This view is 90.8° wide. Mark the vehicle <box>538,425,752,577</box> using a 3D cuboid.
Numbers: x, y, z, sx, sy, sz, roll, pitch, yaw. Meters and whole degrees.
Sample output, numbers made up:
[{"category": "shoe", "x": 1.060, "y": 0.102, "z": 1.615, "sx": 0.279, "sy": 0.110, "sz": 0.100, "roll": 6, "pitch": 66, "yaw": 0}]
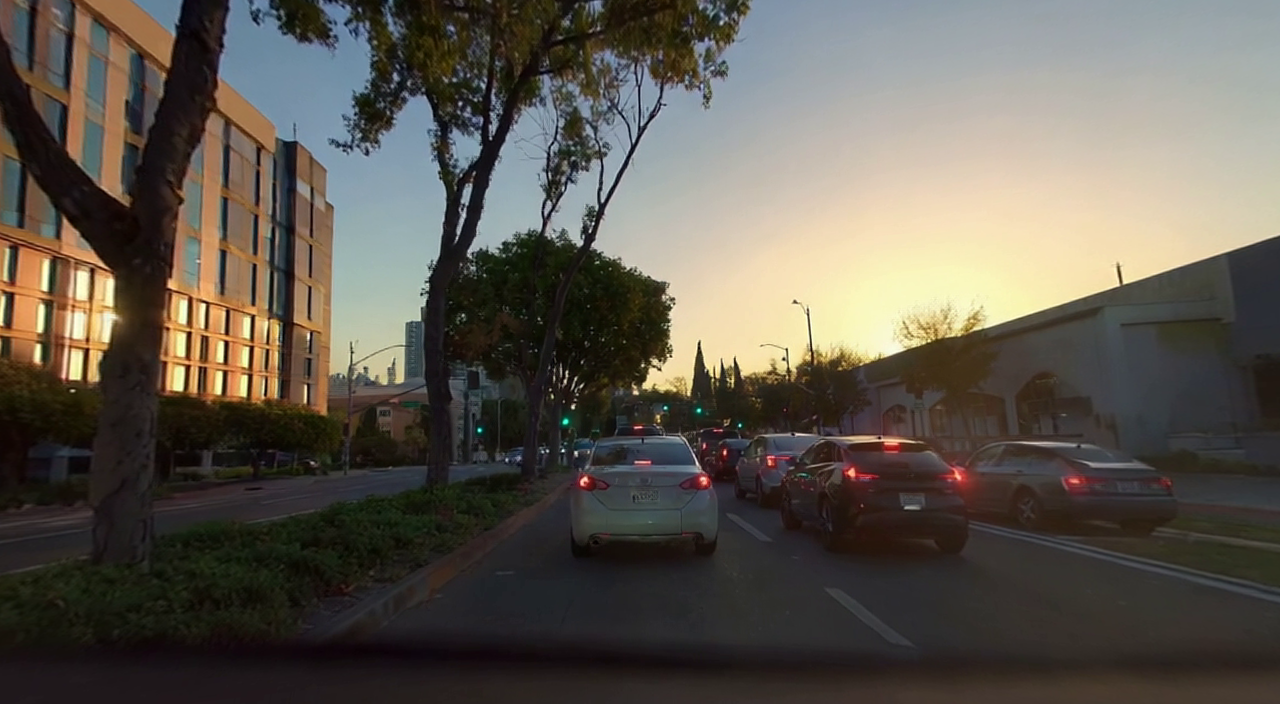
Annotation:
[{"category": "vehicle", "x": 0.005, "y": 1.777, "z": 8.361, "sx": 2.105, "sy": 1.474, "sz": 4.127, "roll": 0, "pitch": -8, "yaw": -1}]

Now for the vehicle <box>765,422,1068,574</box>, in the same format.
[{"category": "vehicle", "x": 3.201, "y": 1.781, "z": 8.588, "sx": 1.995, "sy": 1.483, "sz": 4.533, "roll": 0, "pitch": -8, "yaw": -1}]

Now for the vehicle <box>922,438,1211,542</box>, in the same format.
[{"category": "vehicle", "x": 6.537, "y": 2.116, "z": 10.351, "sx": 1.915, "sy": 1.338, "sz": 3.874, "roll": 0, "pitch": -8, "yaw": -2}]
